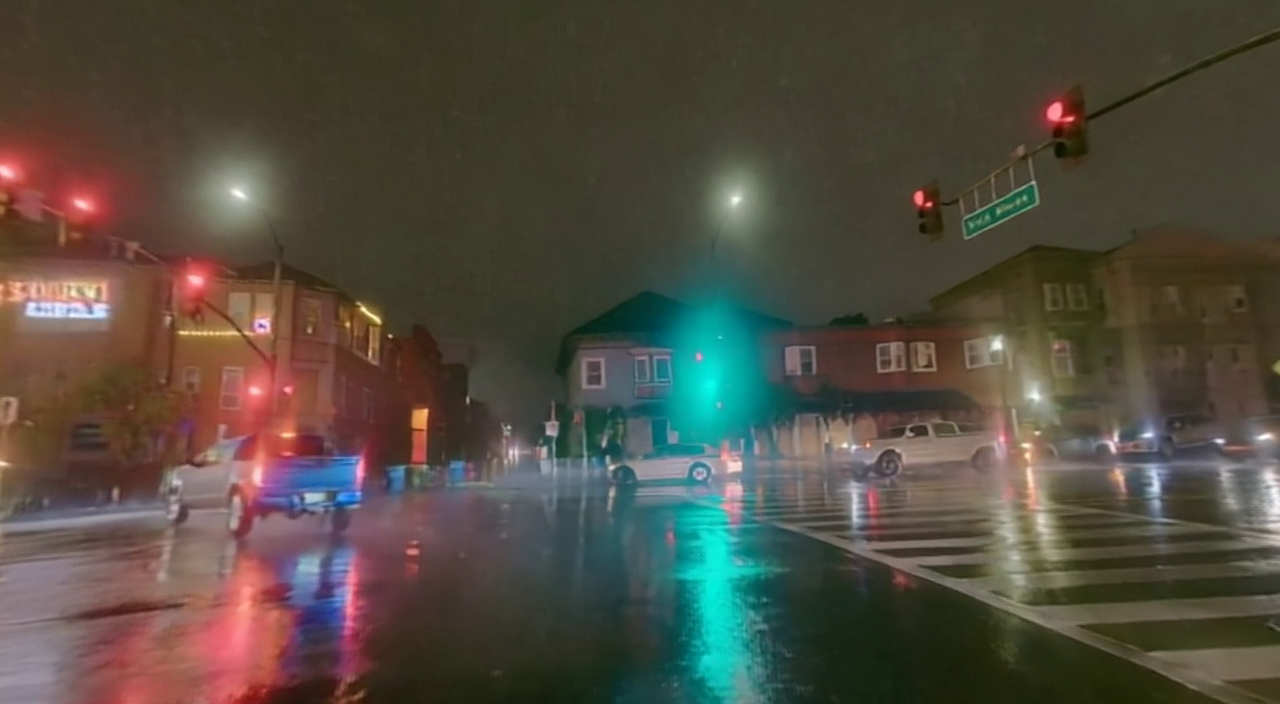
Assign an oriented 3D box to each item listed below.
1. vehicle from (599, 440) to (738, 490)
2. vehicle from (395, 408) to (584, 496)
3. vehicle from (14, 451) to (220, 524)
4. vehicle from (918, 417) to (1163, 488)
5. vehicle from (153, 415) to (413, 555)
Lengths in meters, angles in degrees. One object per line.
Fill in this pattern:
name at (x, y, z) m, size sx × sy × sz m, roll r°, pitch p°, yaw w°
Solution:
vehicle at (0.870, 3.803, 21.392) m, size 4.515 × 1.583 × 1.920 m, roll 1°, pitch -8°, yaw -4°
vehicle at (-5.130, 3.543, 22.563) m, size 6.182 × 2.913 × 2.526 m, roll 1°, pitch -8°, yaw -5°
vehicle at (-16.796, 4.328, 20.496) m, size 4.799 × 1.909 × 2.011 m, roll -2°, pitch -7°, yaw -5°
vehicle at (9.198, 2.316, 14.676) m, size 4.600 × 1.506 × 1.878 m, roll 1°, pitch -9°, yaw -9°
vehicle at (-6.982, 2.356, 12.048) m, size 5.534 × 2.020 × 2.477 m, roll -7°, pitch -11°, yaw 41°
